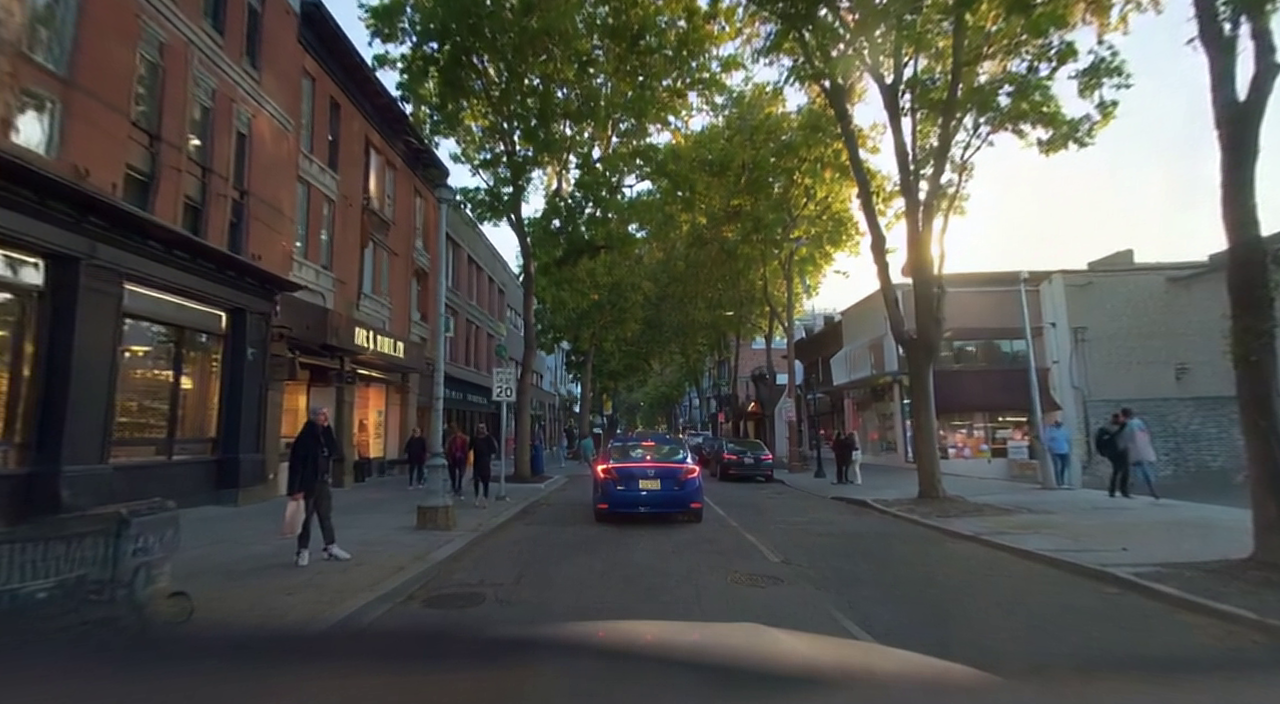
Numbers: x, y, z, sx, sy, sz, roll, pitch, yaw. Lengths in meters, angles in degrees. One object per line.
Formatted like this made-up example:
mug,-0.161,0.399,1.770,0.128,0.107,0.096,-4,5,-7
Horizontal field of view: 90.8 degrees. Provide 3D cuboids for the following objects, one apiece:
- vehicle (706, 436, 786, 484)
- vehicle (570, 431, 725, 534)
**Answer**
vehicle,3.624,3.798,22.510,2.025,1.523,4.426,0,-9,-1
vehicle,0.085,2.225,11.362,2.261,1.474,4.130,0,-9,-1
